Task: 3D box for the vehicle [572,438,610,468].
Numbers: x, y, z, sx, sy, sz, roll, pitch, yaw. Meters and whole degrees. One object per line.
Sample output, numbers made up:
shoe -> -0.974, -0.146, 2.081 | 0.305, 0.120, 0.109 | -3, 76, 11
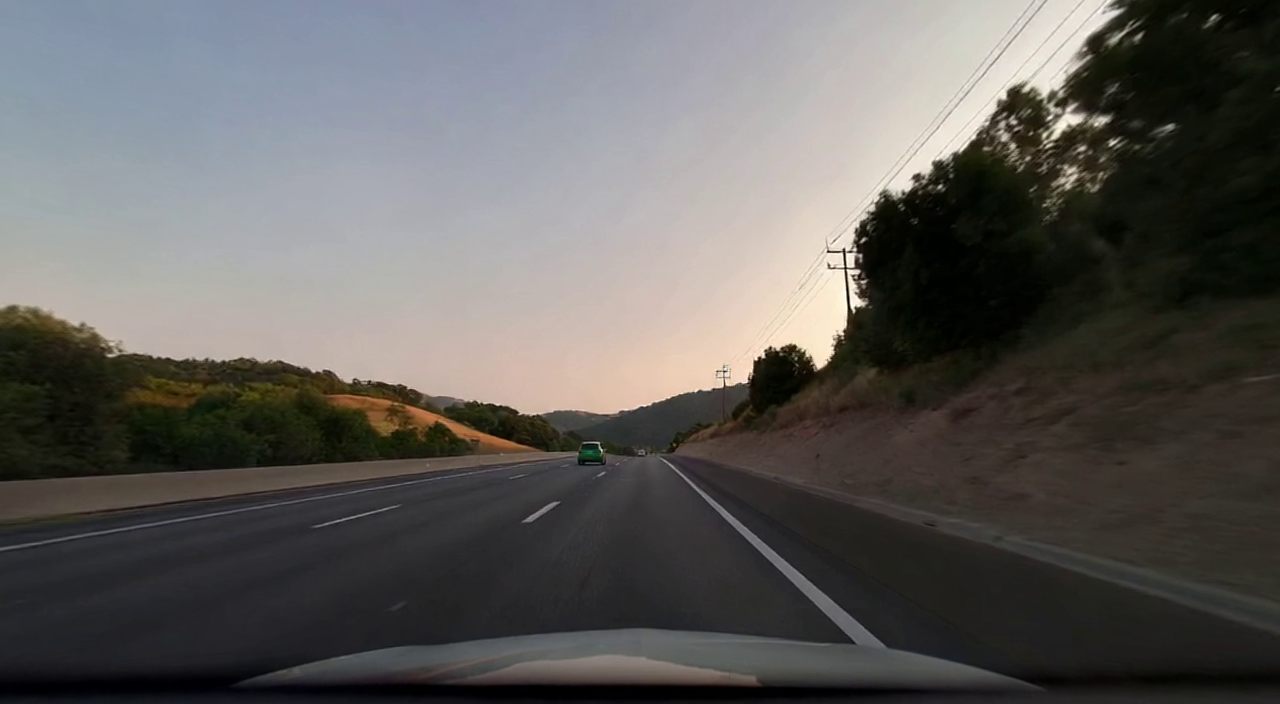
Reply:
vehicle -> -3.217, 6.752, 42.385 | 2.136, 1.845, 4.515 | 0, -8, 1
